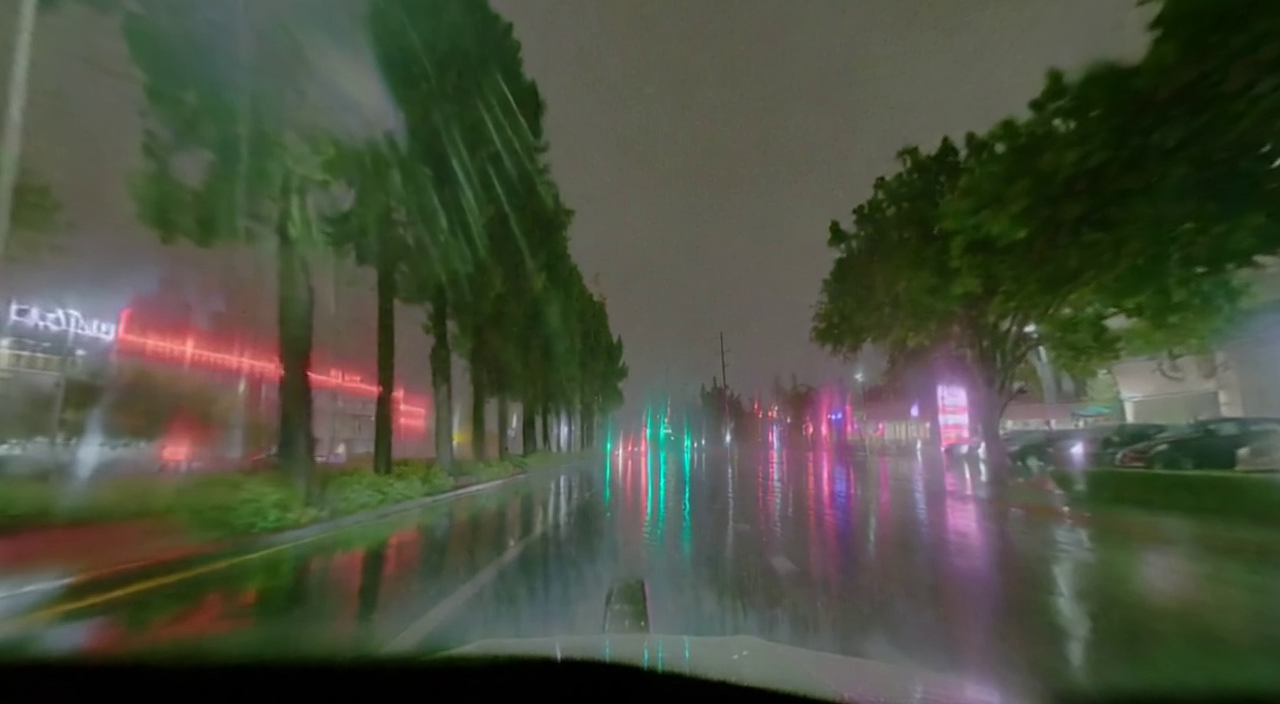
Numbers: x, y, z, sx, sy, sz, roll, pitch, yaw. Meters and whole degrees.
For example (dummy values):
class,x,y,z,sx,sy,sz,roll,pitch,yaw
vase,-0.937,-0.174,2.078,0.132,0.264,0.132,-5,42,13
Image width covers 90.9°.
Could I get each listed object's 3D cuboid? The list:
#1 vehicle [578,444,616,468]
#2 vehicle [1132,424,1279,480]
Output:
class,x,y,z,sx,sy,sz,roll,pitch,yaw
vehicle,-2.669,6.631,40.440,2.082,1.460,4.442,0,-8,1
vehicle,18.018,3.051,19.486,4.018,1.404,1.856,-3,-7,-1
